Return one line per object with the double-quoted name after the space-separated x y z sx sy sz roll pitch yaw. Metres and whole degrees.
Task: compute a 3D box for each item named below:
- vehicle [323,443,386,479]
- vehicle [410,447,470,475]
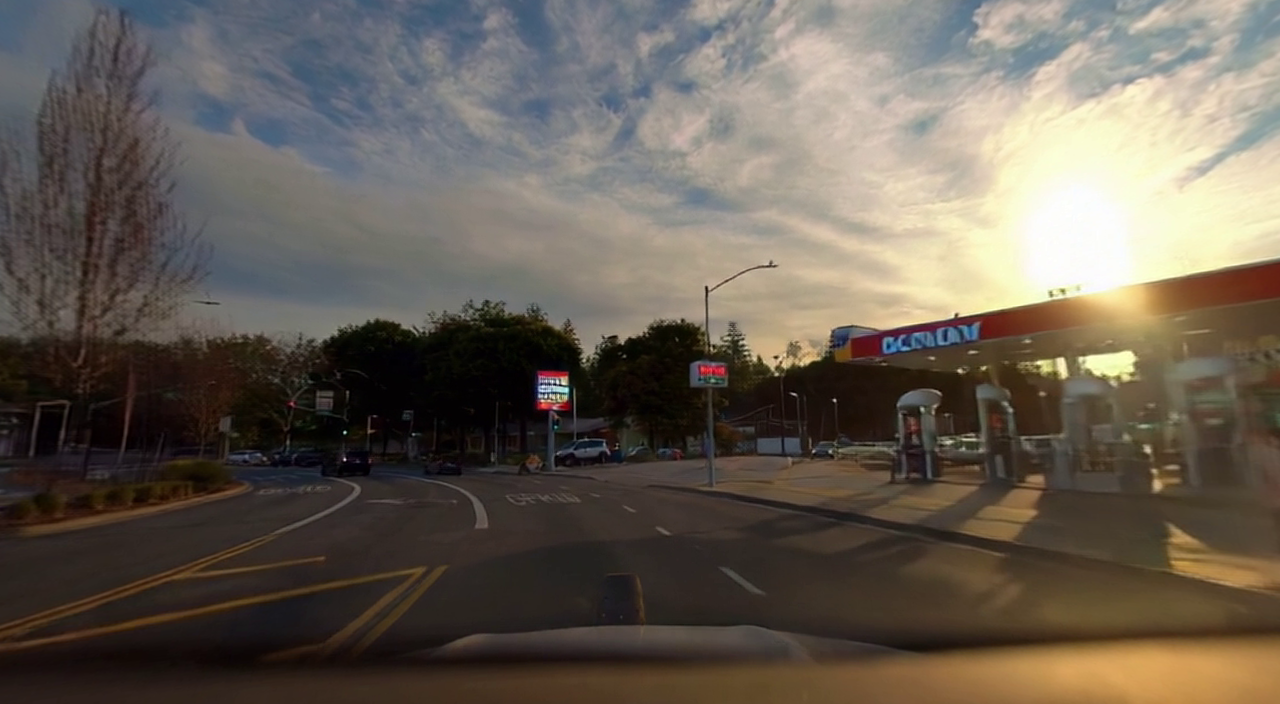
-17.386 6.554 38.215 2.254 2.006 4.766 8 -11 -38 "vehicle"
-14.251 7.731 44.754 2.202 1.822 4.826 8 -12 -40 "vehicle"
